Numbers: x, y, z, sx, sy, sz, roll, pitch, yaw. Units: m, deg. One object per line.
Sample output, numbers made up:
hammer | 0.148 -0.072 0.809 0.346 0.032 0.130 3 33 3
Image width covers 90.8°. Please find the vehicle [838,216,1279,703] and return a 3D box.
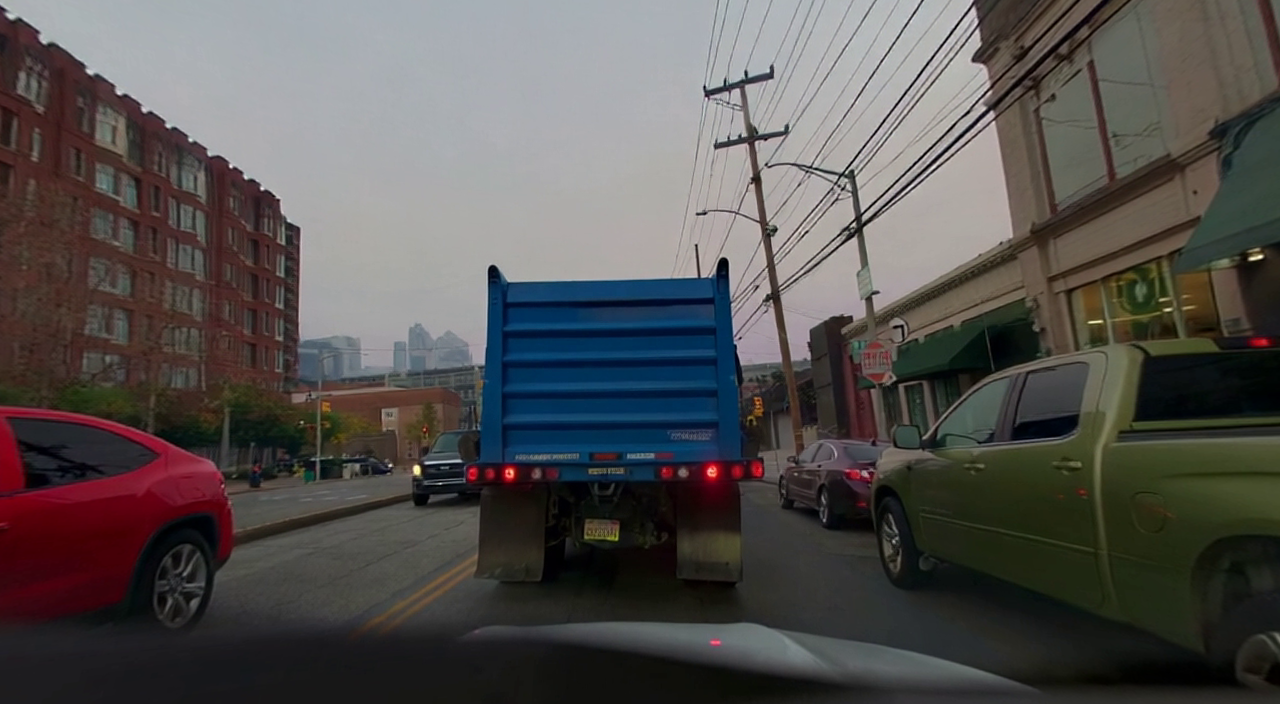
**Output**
vehicle | 3.234 0.824 3.865 2.242 1.979 5.722 0 -8 1

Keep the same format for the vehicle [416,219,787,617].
vehicle | -0.236 1.072 9.205 2.878 3.204 8.244 0 -8 1

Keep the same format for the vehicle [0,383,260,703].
vehicle | -4.124 0.957 2.839 1.988 1.657 4.492 0 -8 0
